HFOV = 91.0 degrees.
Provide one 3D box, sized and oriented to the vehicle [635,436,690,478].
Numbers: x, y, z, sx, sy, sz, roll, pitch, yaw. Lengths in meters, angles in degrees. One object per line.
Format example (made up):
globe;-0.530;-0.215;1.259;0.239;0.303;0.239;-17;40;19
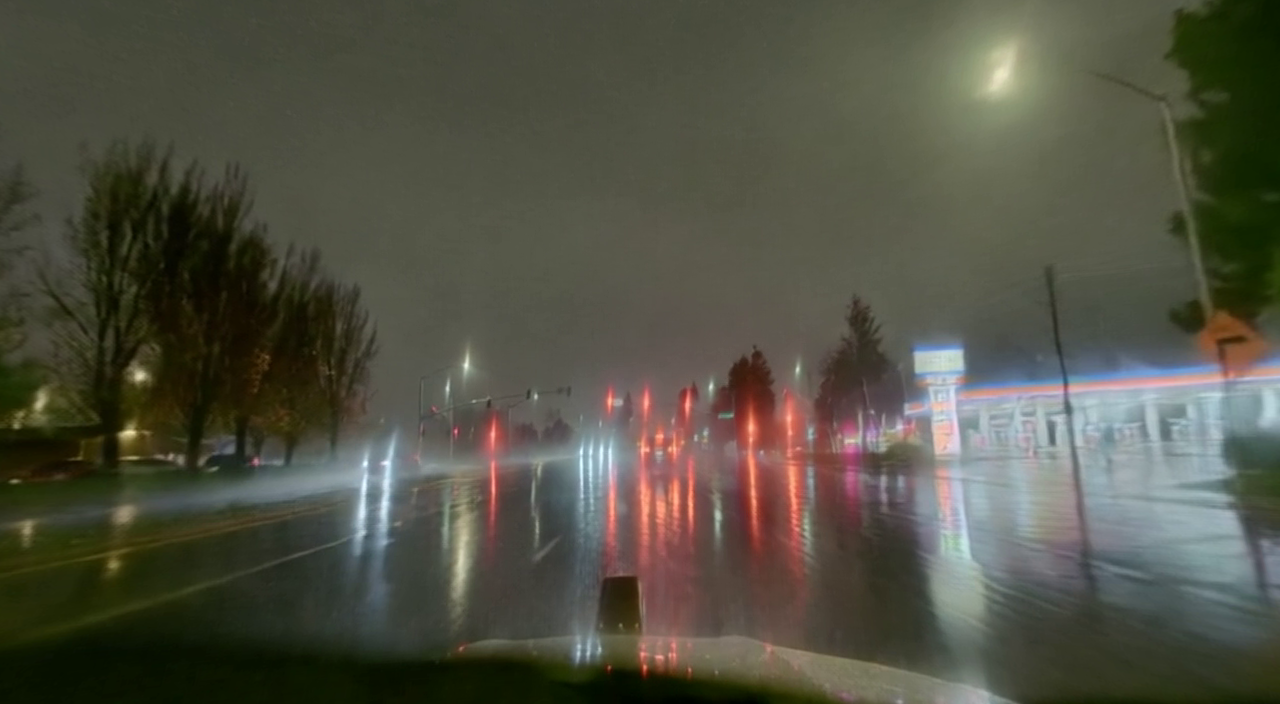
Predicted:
vehicle;0.956;4.596;27.672;2.213;1.715;4.242;0;-9;1

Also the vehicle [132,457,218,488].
vehicle;-27.263;7.020;36.906;4.428;1.708;1.952;-4;-10;23

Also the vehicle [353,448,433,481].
vehicle;-12.004;5.471;30.925;1.911;1.489;4.423;-1;-9;4

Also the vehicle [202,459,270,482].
vehicle;-27.659;8.070;43.058;4.538;1.469;1.912;-5;-10;29

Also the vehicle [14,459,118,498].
vehicle;-27.346;5.952;29.962;4.662;1.677;2.026;-5;-10;28
